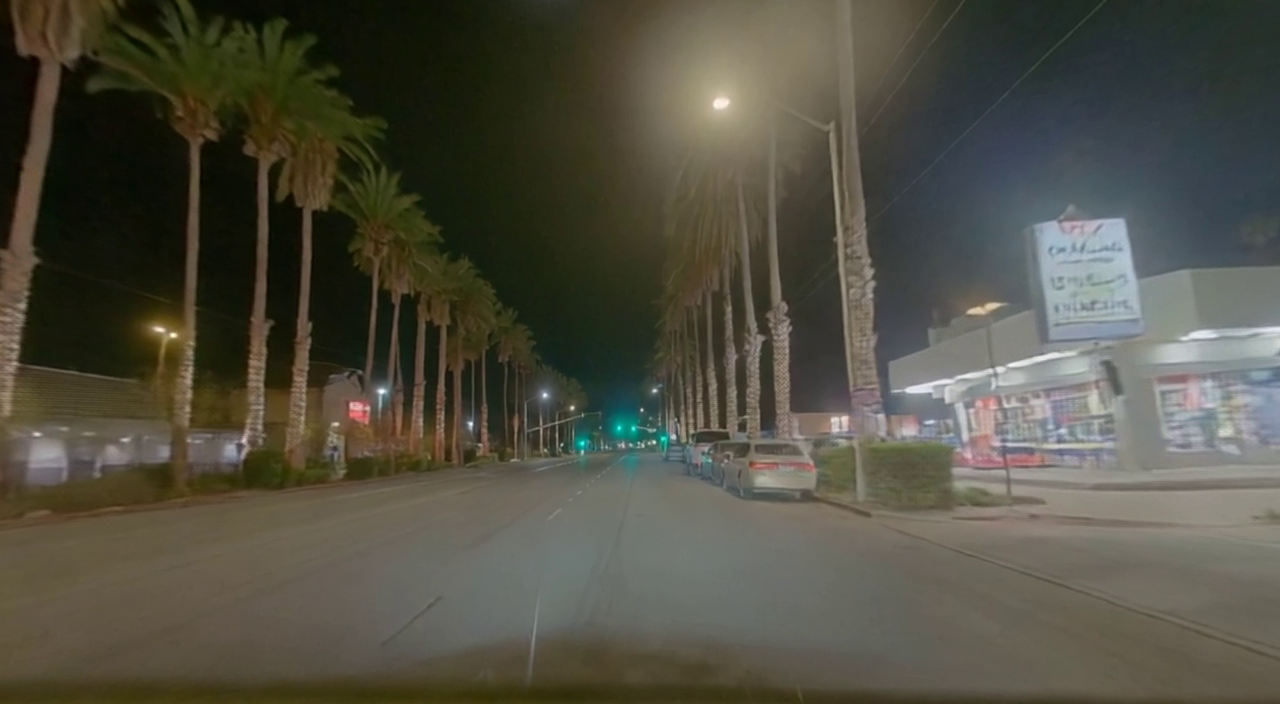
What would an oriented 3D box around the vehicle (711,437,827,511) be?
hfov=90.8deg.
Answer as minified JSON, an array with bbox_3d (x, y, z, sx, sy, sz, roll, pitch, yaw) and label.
[{"bbox_3d":[3.123,3.064,16.324,2.046,1.588,4.508,0,-9,0],"label":"vehicle"}]
